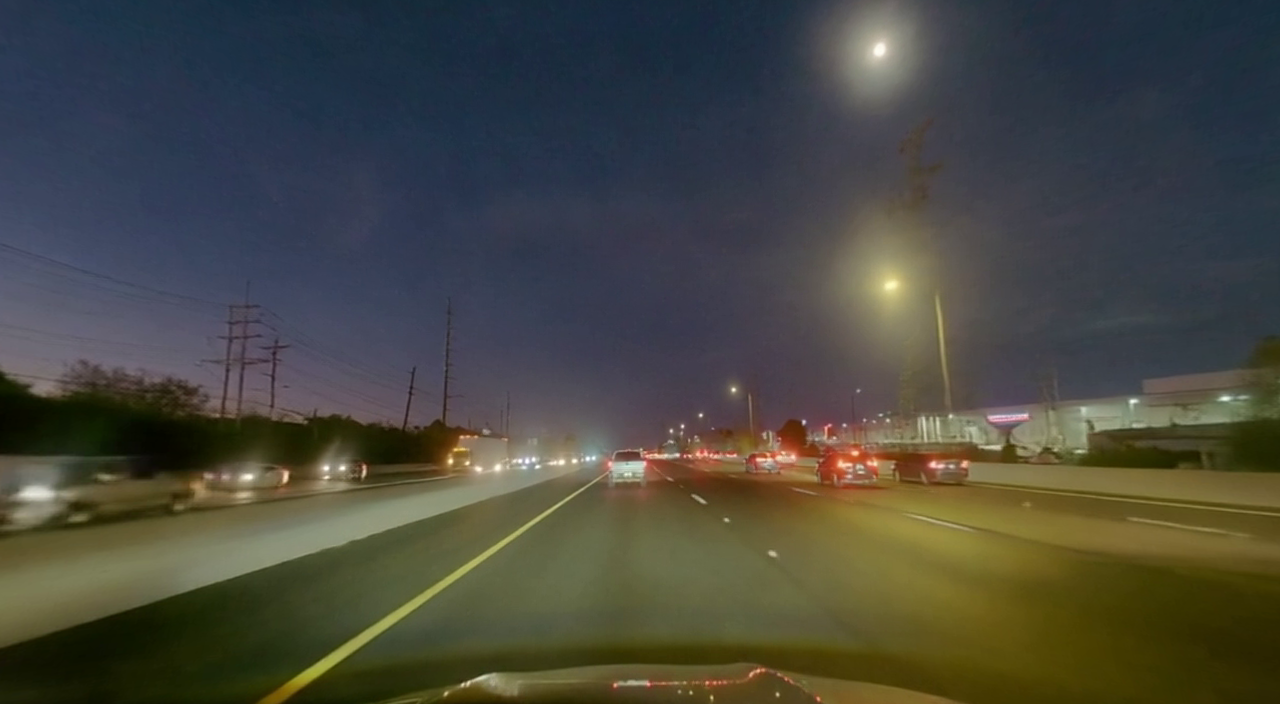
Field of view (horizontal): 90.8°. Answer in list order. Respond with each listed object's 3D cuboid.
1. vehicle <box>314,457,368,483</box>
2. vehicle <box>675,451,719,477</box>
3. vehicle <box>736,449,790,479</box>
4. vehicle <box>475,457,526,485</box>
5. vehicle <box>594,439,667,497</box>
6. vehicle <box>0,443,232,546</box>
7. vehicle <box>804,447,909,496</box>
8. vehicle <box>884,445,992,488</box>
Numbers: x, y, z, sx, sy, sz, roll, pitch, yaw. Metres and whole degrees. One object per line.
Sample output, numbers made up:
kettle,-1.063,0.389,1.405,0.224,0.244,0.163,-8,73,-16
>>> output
vehicle,-21.744,8.597,46.143,1.889,1.708,4.301,0,-9,-1
vehicle,3.370,6.720,38.162,2.115,1.481,3.968,0,-9,-2
vehicle,6.677,6.119,34.776,1.934,1.461,4.368,0,-9,-3
vehicle,-8.155,6.967,37.329,1.937,1.477,4.561,0,-9,1
vehicle,-0.329,3.992,22.143,2.298,1.809,4.359,0,-9,-1
vehicle,-10.982,2.799,13.198,1.955,1.758,4.486,0,-9,-1
vehicle,7.144,3.949,21.349,1.958,1.473,4.201,0,-9,-2
vehicle,11.331,4.360,24.431,1.901,1.485,4.483,0,-9,-1
